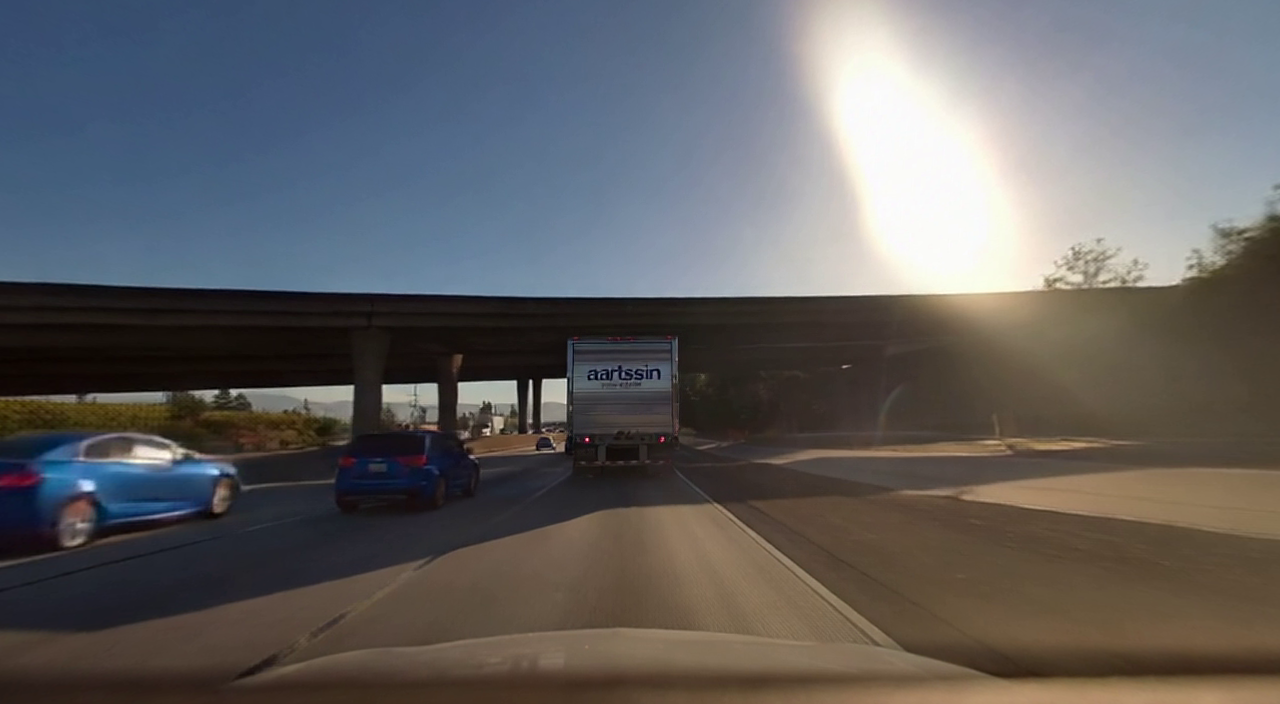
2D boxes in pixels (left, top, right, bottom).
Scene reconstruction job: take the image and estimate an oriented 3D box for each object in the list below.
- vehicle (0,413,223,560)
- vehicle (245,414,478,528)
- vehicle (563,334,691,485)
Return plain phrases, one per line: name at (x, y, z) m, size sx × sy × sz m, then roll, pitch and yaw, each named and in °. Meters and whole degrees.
vehicle at (-7.867, 1.643, 8.167) m, size 1.944 × 1.565 × 4.383 m, roll 0°, pitch -8°, yaw -1°
vehicle at (-4.676, 2.056, 11.603) m, size 2.052 × 1.639 × 4.894 m, roll 0°, pitch -8°, yaw 0°
vehicle at (-0.428, 2.250, 22.520) m, size 3.442 × 4.106 × 10.719 m, roll 0°, pitch -8°, yaw -1°
